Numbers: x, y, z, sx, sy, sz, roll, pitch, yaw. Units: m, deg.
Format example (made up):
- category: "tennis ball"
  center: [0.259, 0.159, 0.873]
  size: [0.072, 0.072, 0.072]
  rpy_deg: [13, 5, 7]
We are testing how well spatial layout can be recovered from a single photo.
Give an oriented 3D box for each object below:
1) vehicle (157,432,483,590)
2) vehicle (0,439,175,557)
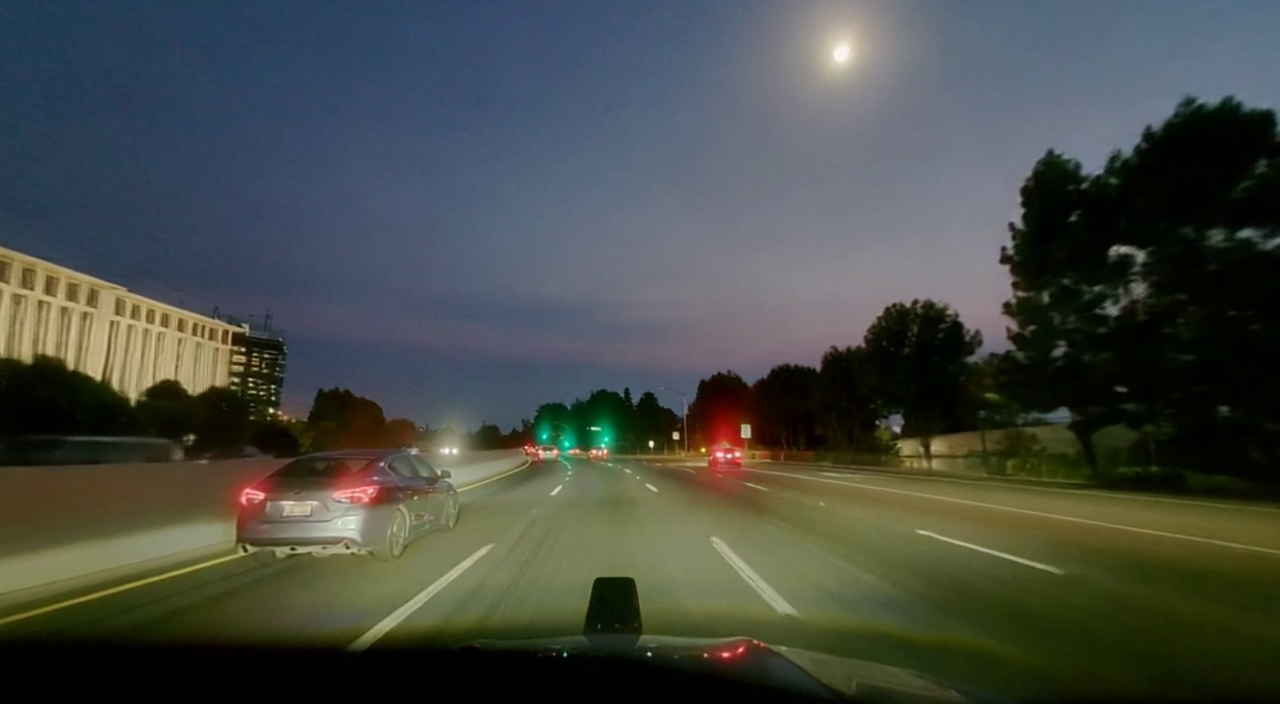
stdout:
- category: "vehicle"
  center: [-3.591, 1.837, 8.257]
  size: [2.018, 1.476, 4.364]
  rpy_deg: [0, -8, -1]
- category: "vehicle"
  center: [-9.413, 1.997, 8.872]
  size: [2.231, 1.520, 4.722]
  rpy_deg: [0, -8, -1]
